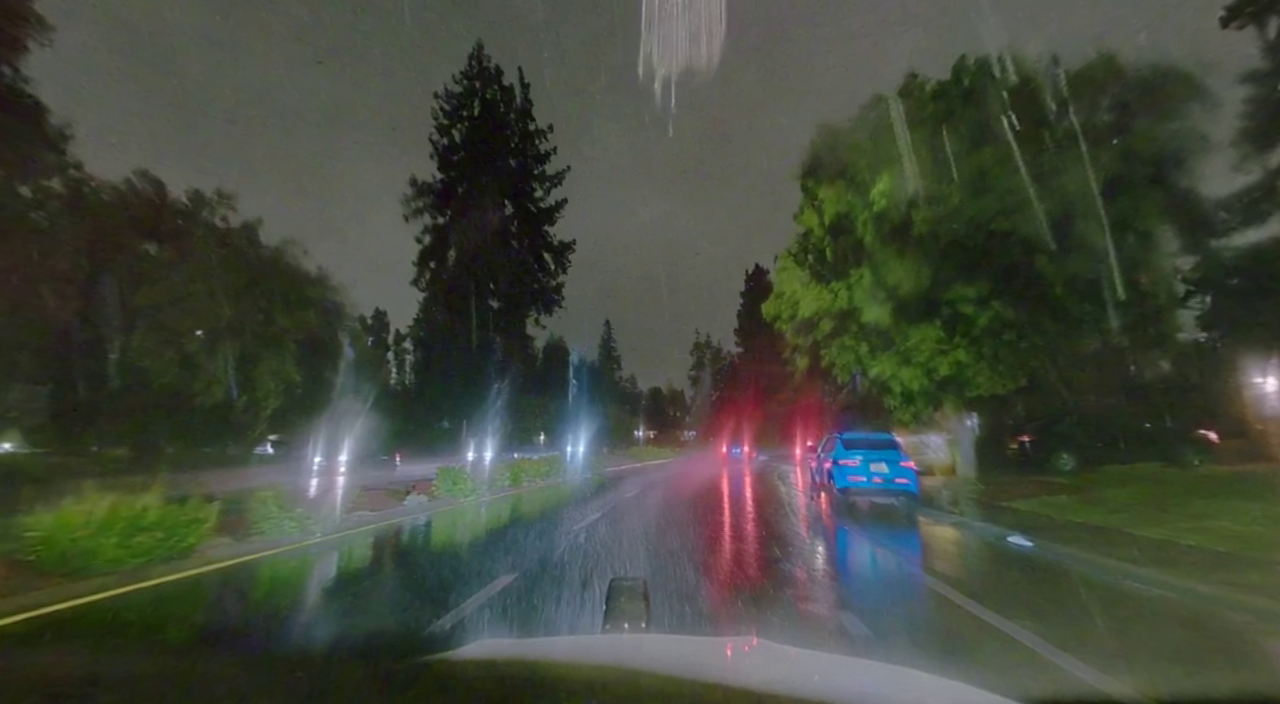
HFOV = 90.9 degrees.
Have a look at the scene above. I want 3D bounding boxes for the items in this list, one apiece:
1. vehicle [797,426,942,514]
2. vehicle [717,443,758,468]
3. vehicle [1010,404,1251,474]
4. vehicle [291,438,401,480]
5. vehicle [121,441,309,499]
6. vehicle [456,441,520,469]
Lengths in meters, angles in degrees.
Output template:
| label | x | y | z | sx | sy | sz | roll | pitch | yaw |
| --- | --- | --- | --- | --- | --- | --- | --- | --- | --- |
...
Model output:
| label | x | y | z | sx | sy | sz | roll | pitch | yaw |
| --- | --- | --- | --- | --- | --- | --- | --- | --- | --- |
| vehicle | 5.072 | 2.648 | 14.628 | 2.169 | 1.713 | 4.137 | -1 | -9 | 6 |
| vehicle | 6.098 | 6.433 | 39.217 | 2.050 | 1.456 | 4.003 | -2 | -9 | 15 |
| vehicle | 12.904 | 2.345 | 16.873 | 4.612 | 1.721 | 2.052 | 0 | -8 | 2 |
| vehicle | -14.057 | 5.148 | 30.568 | 2.281 | 1.822 | 5.025 | -2 | -9 | 10 |
| vehicle | -12.035 | 3.343 | 18.323 | 1.774 | 1.447 | 4.575 | -2 | -9 | 9 |
| vehicle | -8.854 | 6.045 | 37.092 | 1.907 | 1.539 | 4.430 | -2 | -9 | 11 |
